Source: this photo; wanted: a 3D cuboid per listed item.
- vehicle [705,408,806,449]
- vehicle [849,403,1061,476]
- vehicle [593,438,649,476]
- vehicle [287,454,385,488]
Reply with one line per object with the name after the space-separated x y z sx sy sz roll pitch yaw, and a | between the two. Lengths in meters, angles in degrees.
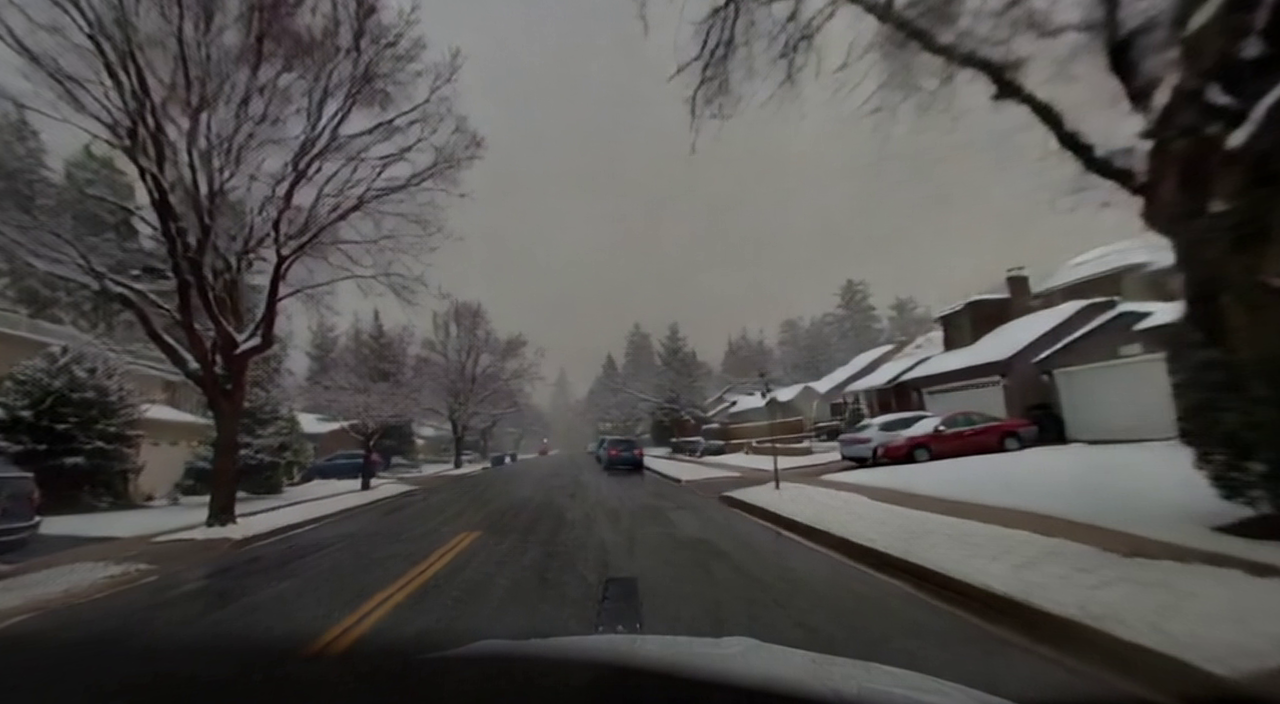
6.150 4.147 34.055 4.861 1.911 2.181 0 -14 -5 | vehicle
7.771 2.202 15.869 4.230 1.666 1.978 0 -9 -5 | vehicle
-0.947 4.670 28.141 2.009 1.506 4.698 1 -9 -7 | vehicle
-17.189 6.740 35.932 4.511 1.809 2.018 0 -9 -5 | vehicle
